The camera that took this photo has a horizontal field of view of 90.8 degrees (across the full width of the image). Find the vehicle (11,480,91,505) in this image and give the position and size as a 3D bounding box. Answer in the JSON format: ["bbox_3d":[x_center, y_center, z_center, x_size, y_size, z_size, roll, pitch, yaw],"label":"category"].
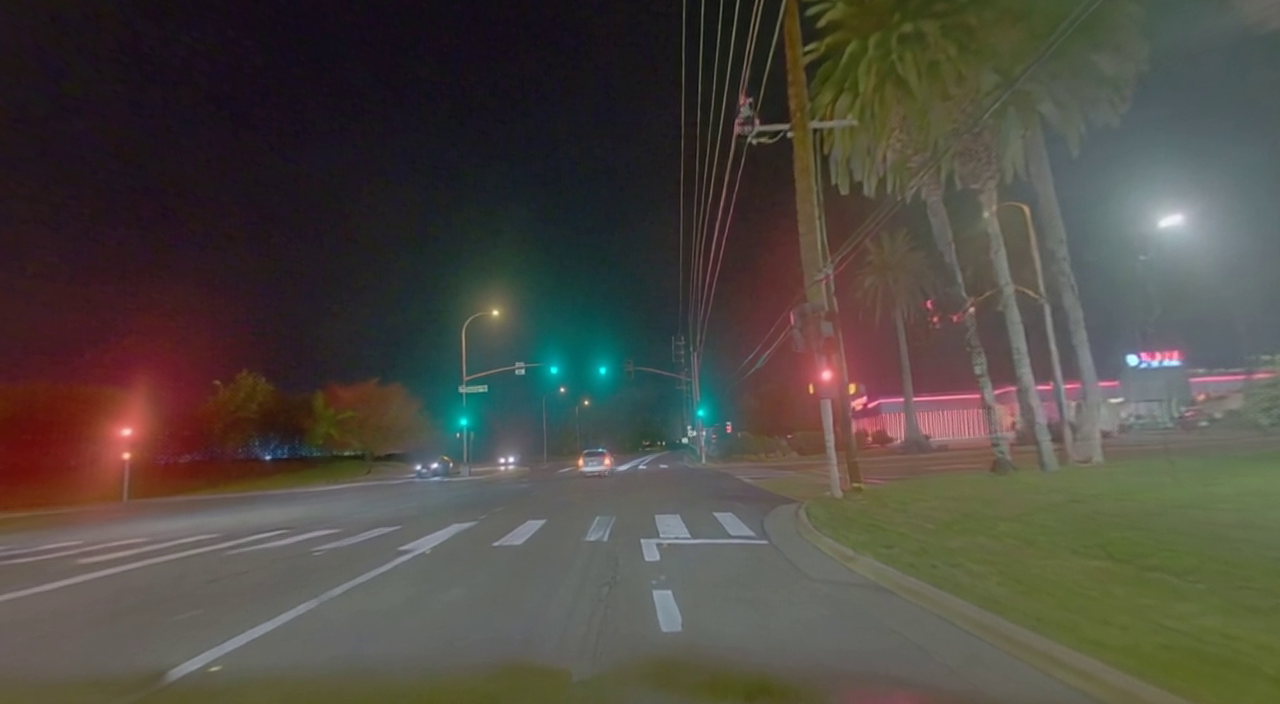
[{"bbox_3d":[-39.040,9.338,41.920,3.685,1.183,1.680,-5,-9,-1],"label":"vehicle"}]

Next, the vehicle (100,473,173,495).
[{"bbox_3d":[-39.742,10.432,49.953,4.018,1.556,1.895,0,-8,-3],"label":"vehicle"}]

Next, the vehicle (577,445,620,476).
[{"bbox_3d":[-2.082,5.562,32.656,2.063,1.474,4.334,0,-8,-2],"label":"vehicle"}]

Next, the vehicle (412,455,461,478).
[{"bbox_3d":[-14.571,8.230,45.533,1.997,1.480,4.715,0,-8,-1],"label":"vehicle"}]
